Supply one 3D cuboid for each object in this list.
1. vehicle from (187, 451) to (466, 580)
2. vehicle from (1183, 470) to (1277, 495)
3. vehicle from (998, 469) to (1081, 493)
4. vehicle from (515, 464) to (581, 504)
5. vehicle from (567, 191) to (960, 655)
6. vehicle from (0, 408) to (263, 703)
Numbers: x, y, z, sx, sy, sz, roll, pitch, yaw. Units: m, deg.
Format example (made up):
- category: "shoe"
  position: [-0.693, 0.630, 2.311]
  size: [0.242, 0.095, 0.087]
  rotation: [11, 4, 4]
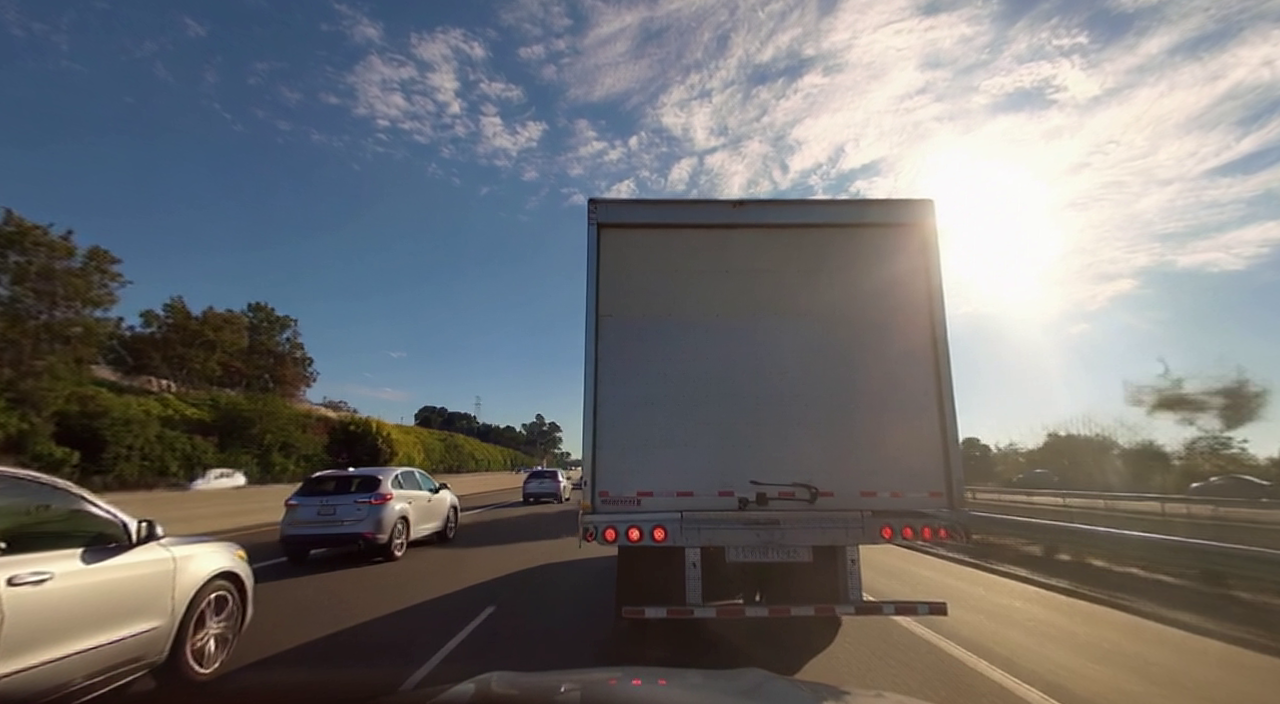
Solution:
- category: "vehicle"
  position: [-4.300, 2.337, 9.656]
  size: [1.946, 1.469, 4.431]
  rotation: [1, -11, 0]
- category: "vehicle"
  position: [37.084, 8.182, 39.672]
  size: [3.974, 1.485, 1.709]
  rotation: [0, -11, 6]
- category: "vehicle"
  position: [26.336, 8.514, 41.722]
  size: [4.299, 1.465, 1.807]
  rotation: [-4, -11, 22]
- category: "vehicle"
  position: [-3.700, 5.431, 26.121]
  size: [1.964, 1.482, 4.371]
  rotation: [0, -11, 2]
- category: "vehicle"
  position: [0.847, 1.232, 9.126]
  size: [2.831, 3.529, 8.689]
  rotation: [1, -11, -1]
- category: "vehicle"
  position: [-3.465, 0.826, 1.635]
  size: [1.983, 1.509, 4.679]
  rotation: [0, -11, 1]
